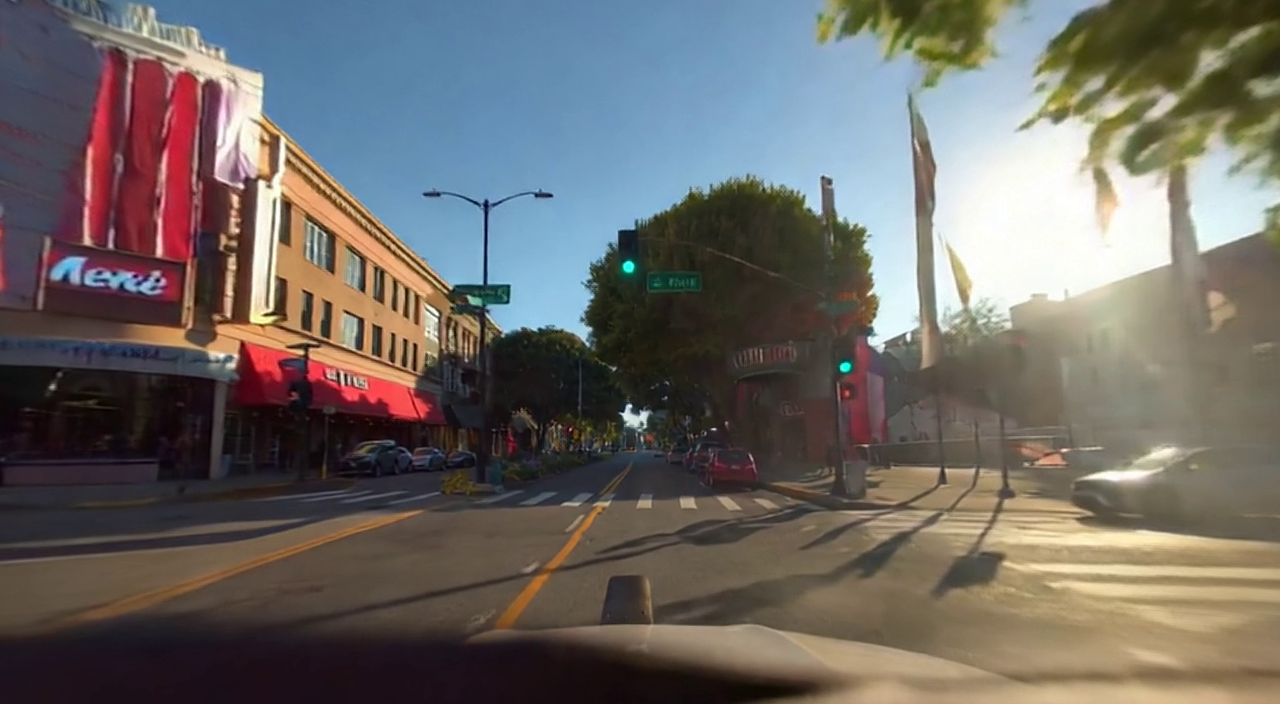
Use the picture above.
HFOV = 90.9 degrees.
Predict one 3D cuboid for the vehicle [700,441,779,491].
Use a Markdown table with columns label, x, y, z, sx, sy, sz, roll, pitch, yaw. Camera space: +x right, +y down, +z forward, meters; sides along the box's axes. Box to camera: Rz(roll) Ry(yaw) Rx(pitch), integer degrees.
| label | x | y | z | sx | sy | sz | roll | pitch | yaw |
| --- | --- | --- | --- | --- | --- | --- | --- | --- | --- |
| vehicle | 3.427 | 4.013 | 22.643 | 2.120 | 1.560 | 4.402 | 0 | -7 | 0 |

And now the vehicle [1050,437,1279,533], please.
| label | x | y | z | sx | sy | sz | roll | pitch | yaw |
| --- | --- | --- | --- | --- | --- | --- | --- | --- | --- |
| vehicle | 10.175 | 2.274 | 11.186 | 4.330 | 1.517 | 2.045 | 0 | -7 | 0 |

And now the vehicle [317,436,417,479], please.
| label | x | y | z | sx | sy | sz | roll | pitch | yaw |
| --- | --- | --- | --- | --- | --- | --- | --- | --- | --- |
| vehicle | -12.410 | 4.696 | 28.548 | 4.447 | 1.790 | 2.206 | -6 | -9 | 38 |
